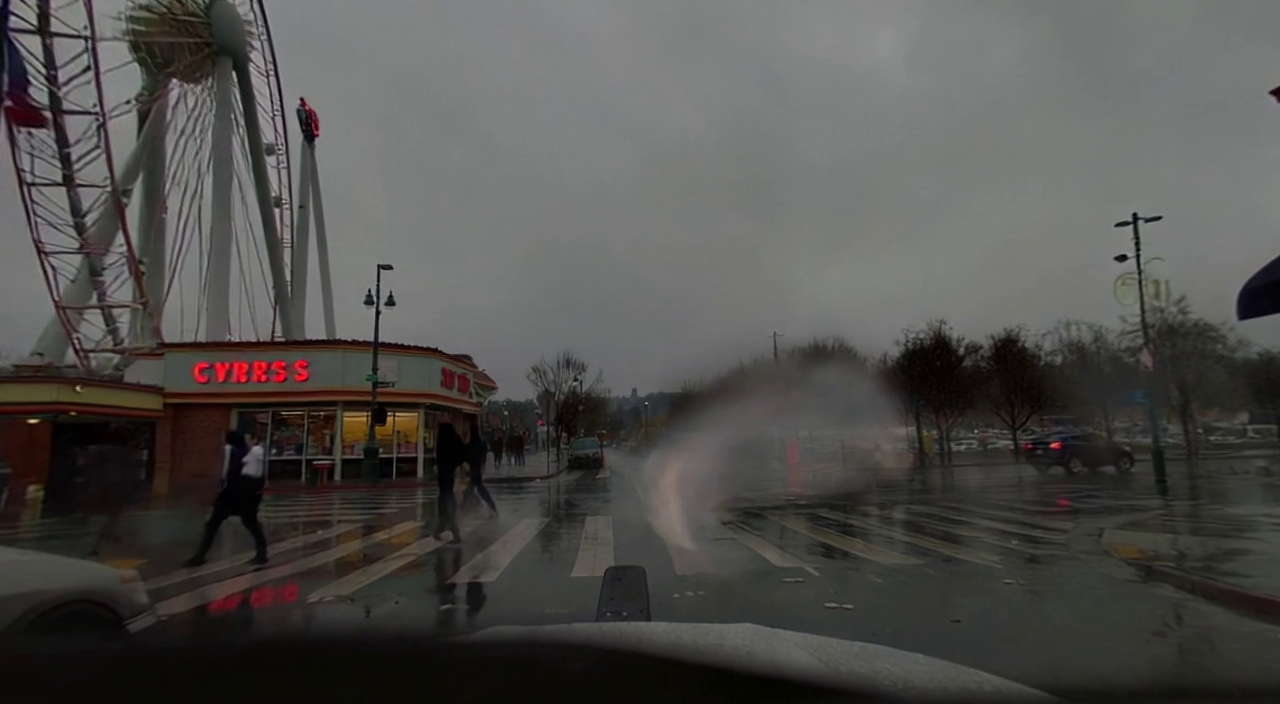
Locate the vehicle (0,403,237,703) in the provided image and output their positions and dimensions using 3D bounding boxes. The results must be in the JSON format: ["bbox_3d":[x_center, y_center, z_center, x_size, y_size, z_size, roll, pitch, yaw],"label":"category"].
[{"bbox_3d":[-3.370,0.784,1.187,1.940,1.505,4.676,-1,-9,3],"label":"vehicle"}]

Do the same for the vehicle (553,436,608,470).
[{"bbox_3d":[-3.915,6.413,40.242,2.549,2.000,5.699,2,-9,-15],"label":"vehicle"}]
